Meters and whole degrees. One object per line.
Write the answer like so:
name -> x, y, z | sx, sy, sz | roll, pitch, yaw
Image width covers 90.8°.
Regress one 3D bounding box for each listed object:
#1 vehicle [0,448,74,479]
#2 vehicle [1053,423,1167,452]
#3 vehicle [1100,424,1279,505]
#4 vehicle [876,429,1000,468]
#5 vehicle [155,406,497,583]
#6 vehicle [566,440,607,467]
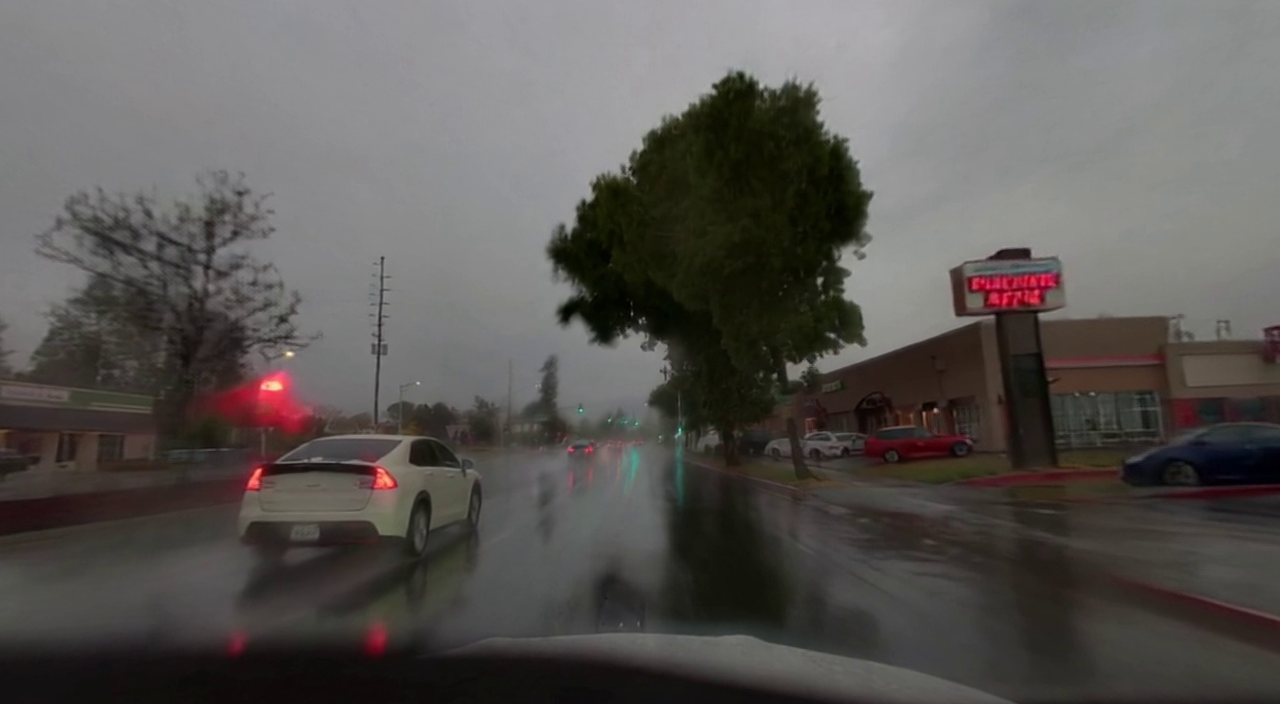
vehicle -> -34.149, 6.086, 34.680 | 1.915, 1.619, 4.663 | 0, -9, -2
vehicle -> 26.534, 4.865, 35.755 | 4.882, 1.568, 1.963 | 0, -9, -3
vehicle -> 12.907, 2.414, 13.856 | 1.922, 1.505, 4.631 | 1, -9, -4
vehicle -> 13.750, 4.453, 29.359 | 4.697, 1.518, 1.990 | -2, -8, -2
vehicle -> -3.499, 1.698, 8.332 | 2.126, 1.655, 4.560 | 0, -9, 0
vehicle -> -3.098, 5.951, 37.214 | 1.955, 1.461, 4.396 | 0, -9, 1
